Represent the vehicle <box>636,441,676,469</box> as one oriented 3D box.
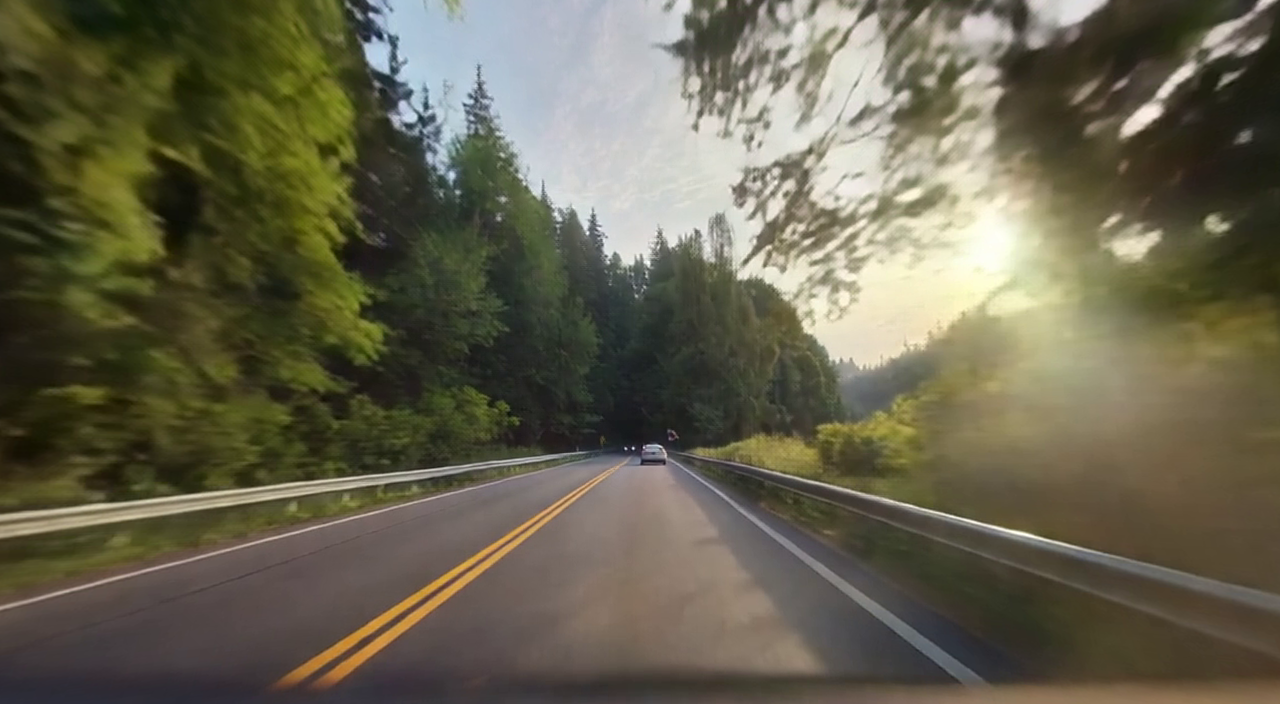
[{"bbox_3d":[0.871,5.804,35.715,2.120,1.491,4.349,0,-8,1],"label":"vehicle"}]
